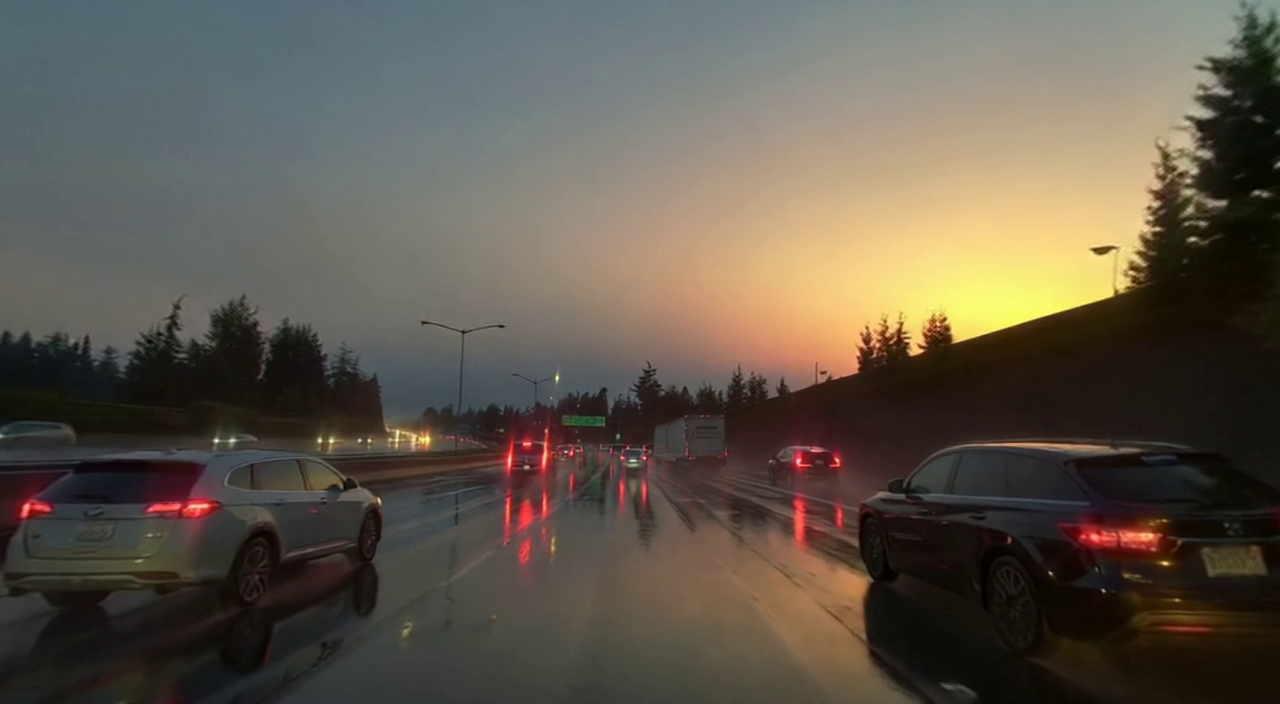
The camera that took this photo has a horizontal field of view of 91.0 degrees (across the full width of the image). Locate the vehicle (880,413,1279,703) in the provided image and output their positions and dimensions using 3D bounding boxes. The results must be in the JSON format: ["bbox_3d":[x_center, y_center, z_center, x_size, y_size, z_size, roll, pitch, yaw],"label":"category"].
[{"bbox_3d":[3.124,1.154,3.288,2.031,1.504,4.327,0,-9,0],"label":"vehicle"}]

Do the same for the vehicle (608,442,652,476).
[{"bbox_3d":[-0.553,5.755,34.111,2.235,1.682,4.094,0,-9,-1],"label":"vehicle"}]

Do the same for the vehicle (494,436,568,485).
[{"bbox_3d":[-4.307,4.407,25.788,2.176,1.783,4.799,0,-9,0],"label":"vehicle"}]

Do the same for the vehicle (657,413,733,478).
[{"bbox_3d":[2.989,5.715,38.358,3.426,3.279,12.313,0,-9,0],"label":"vehicle"}]

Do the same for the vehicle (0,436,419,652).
[{"bbox_3d":[-4.072,1.629,6.465,1.947,1.424,4.264,0,-9,2],"label":"vehicle"}]
